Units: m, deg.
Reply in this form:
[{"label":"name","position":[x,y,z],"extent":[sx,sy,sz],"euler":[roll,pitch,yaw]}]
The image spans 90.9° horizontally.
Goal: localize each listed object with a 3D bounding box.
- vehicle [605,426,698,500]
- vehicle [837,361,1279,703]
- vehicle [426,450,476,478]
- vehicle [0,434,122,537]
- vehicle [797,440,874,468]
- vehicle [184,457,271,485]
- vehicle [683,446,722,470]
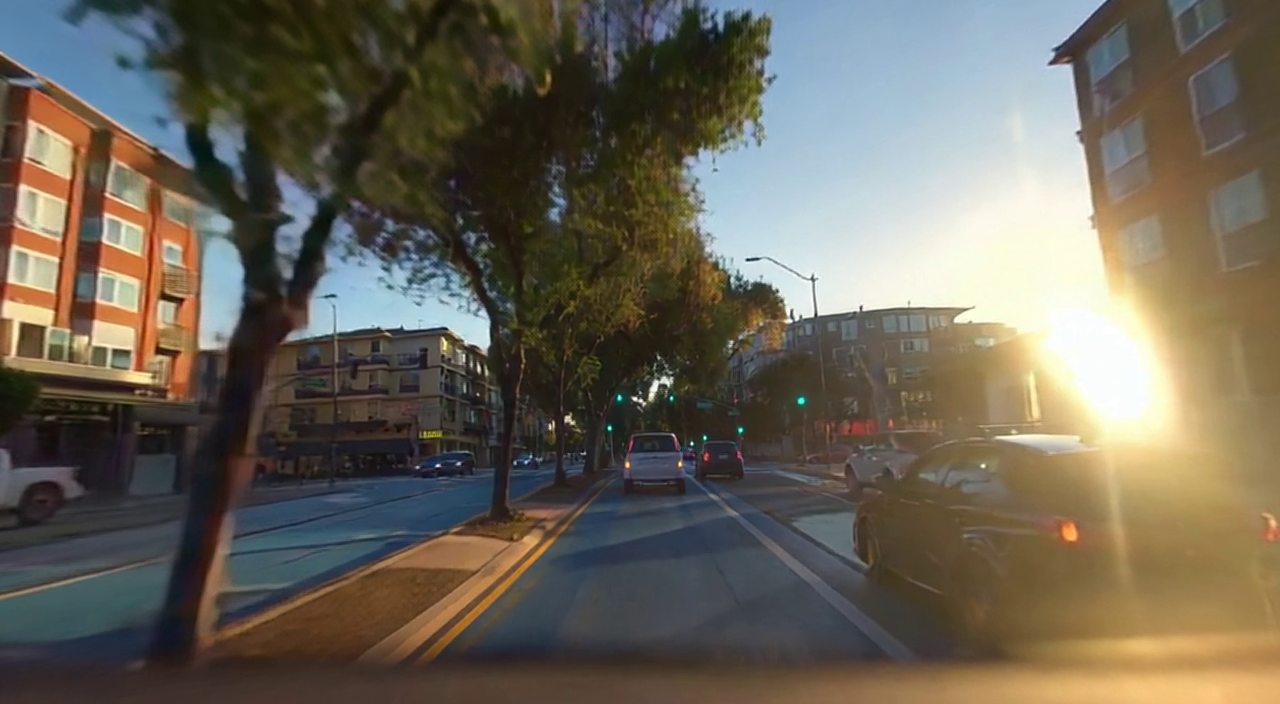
[{"label":"vehicle","position":[0.292,2.956,17.146],"extent":[2.209,1.748,4.130],"euler":[0,-9,1]},{"label":"vehicle","position":[3.218,1.215,5.119],"extent":[1.939,1.746,4.091],"euler":[0,-9,1]},{"label":"vehicle","position":[-13.289,7.866,44.608],"extent":[1.914,1.889,4.585],"euler":[0,-9,2]},{"label":"vehicle","position":[-14.285,2.627,12.282],"extent":[2.640,2.054,6.504],"euler":[-1,-9,3]},{"label":"vehicle","position":[14.623,7.654,47.534],"extent":[5.156,2.005,2.122],"euler":[-1,-9,7]},{"label":"vehicle","position":[-28.823,8.302,44.199],"extent":[4.558,1.818,2.120],"euler":[0,-9,1]},{"label":"vehicle","position":[3.888,6.651,39.767],"extent":[2.045,1.465,4.355],"euler":[0,-9,0]}]
